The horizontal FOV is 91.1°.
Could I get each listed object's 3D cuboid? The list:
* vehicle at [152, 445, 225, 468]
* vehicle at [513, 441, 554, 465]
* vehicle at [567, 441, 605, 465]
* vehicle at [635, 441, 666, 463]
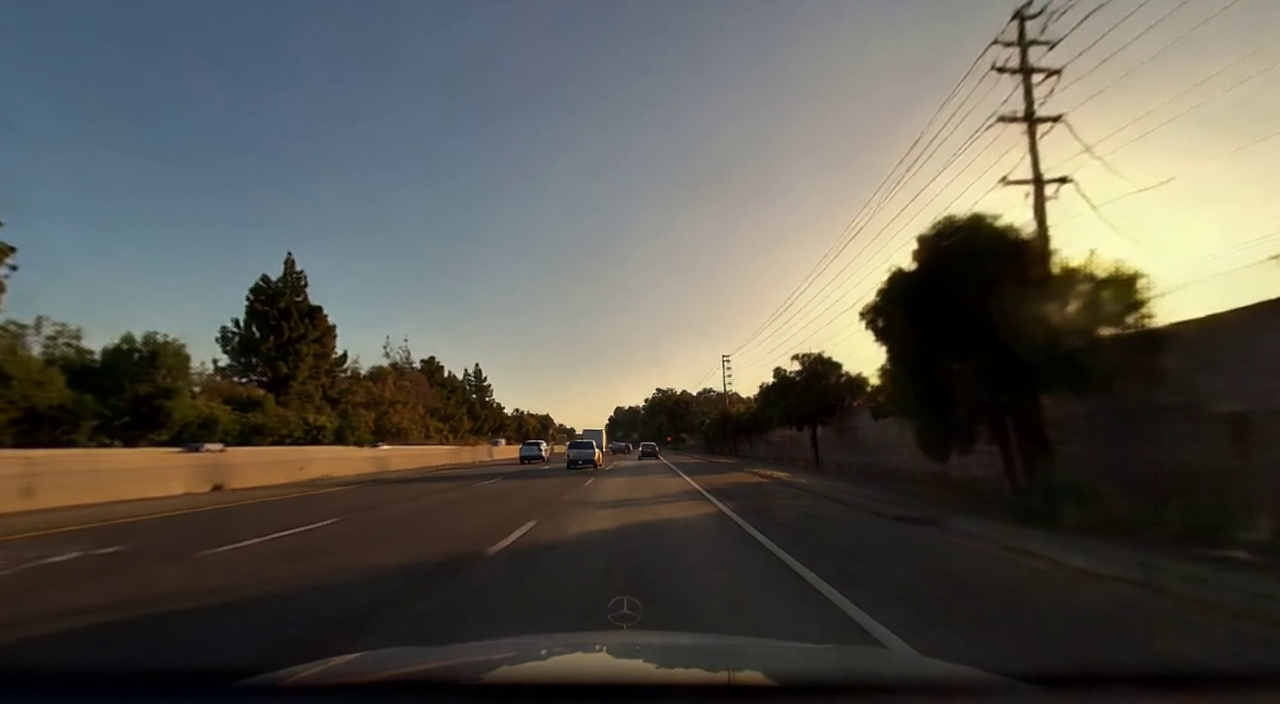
[{"bbox_3d":[-34.633,8.002,48.350,2.022,1.650,4.937,0,-8,-1],"label":"vehicle"},{"bbox_3d":[-7.059,6.700,41.940,1.936,1.497,4.251,0,-8,1],"label":"vehicle"},{"bbox_3d":[-3.481,6.592,41.201,2.046,1.478,4.111,0,-8,1],"label":"vehicle"},{"bbox_3d":[0.727,7.035,44.221,2.057,1.453,3.926,0,-8,1],"label":"vehicle"}]
